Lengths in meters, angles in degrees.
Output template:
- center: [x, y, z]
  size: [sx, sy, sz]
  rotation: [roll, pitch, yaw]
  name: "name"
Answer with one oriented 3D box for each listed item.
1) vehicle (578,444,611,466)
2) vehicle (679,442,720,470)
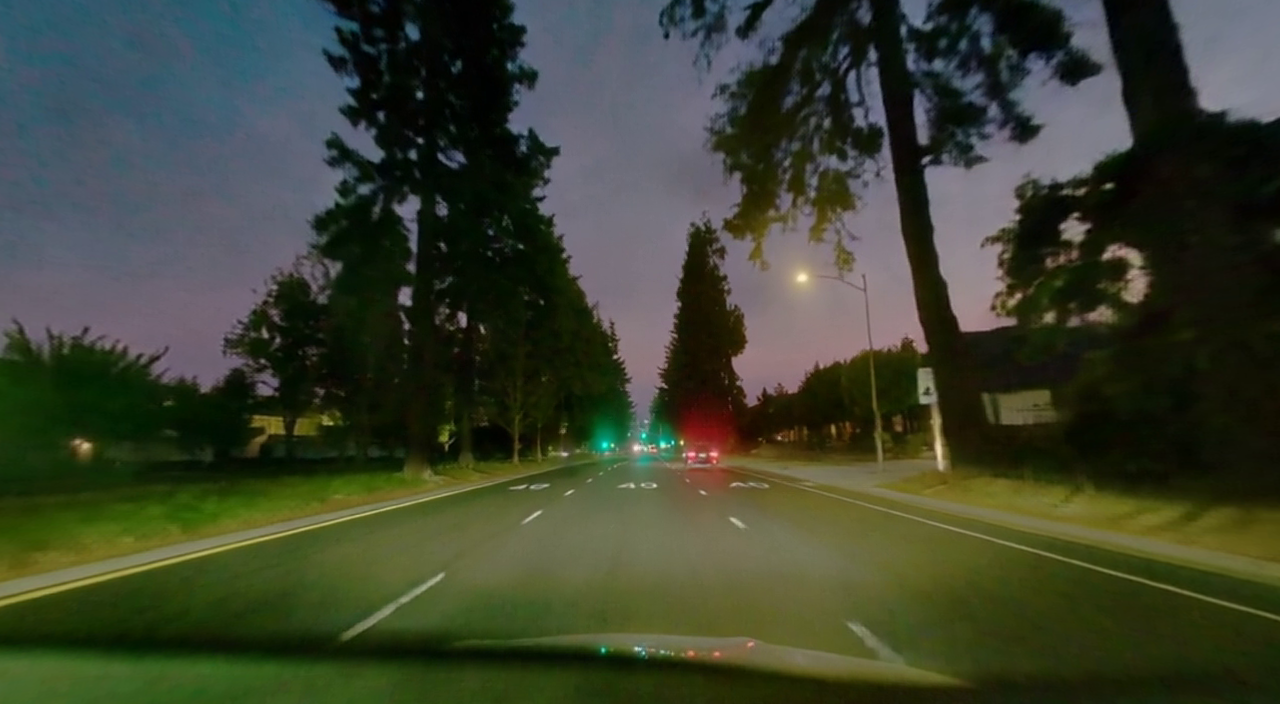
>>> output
- center: [-3.335, 7.631, 46.785]
  size: [2.011, 1.480, 4.517]
  rotation: [0, -9, 1]
  name: "vehicle"
- center: [3.465, 6.127, 37.291]
  size: [1.992, 1.511, 4.464]
  rotation: [0, -9, 0]
  name: "vehicle"
